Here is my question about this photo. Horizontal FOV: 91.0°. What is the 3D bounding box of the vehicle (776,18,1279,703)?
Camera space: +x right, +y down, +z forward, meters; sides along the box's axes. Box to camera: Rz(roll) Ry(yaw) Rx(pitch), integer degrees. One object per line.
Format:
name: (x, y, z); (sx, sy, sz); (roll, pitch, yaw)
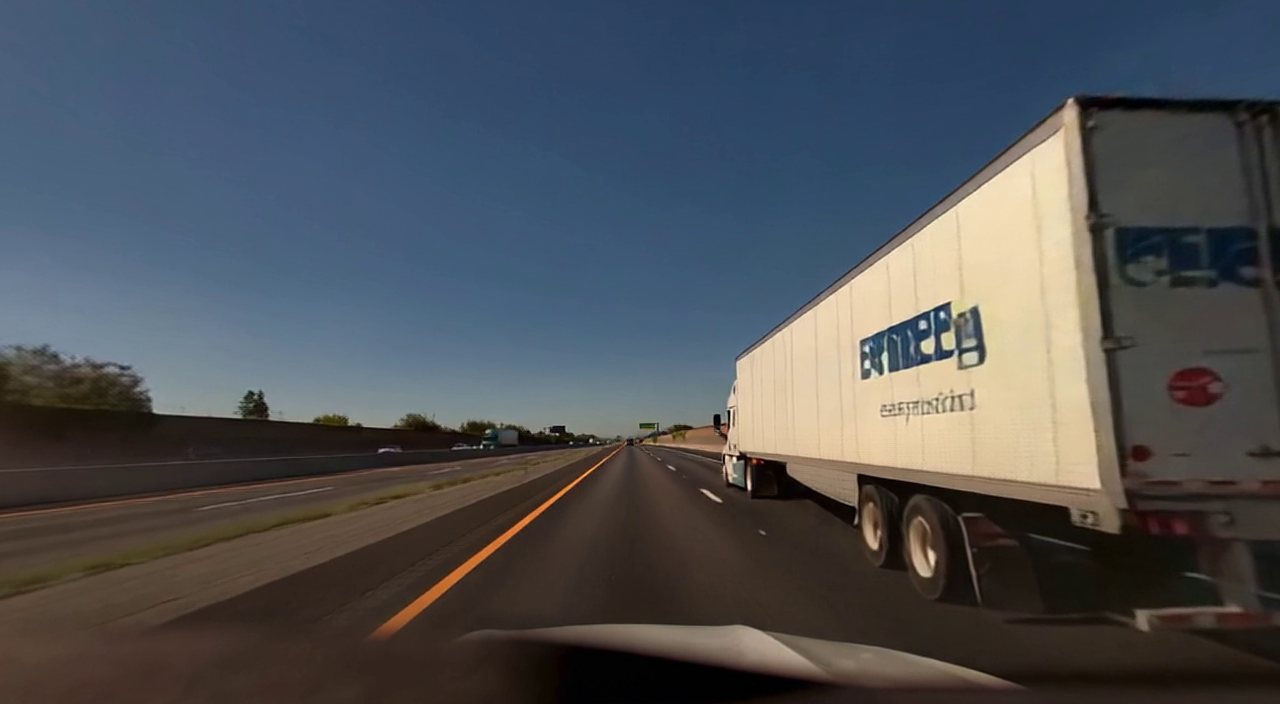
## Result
vehicle: (3.533, 0.585, 6.164); (2.702, 3.193, 7.196); (0, -8, 0)
